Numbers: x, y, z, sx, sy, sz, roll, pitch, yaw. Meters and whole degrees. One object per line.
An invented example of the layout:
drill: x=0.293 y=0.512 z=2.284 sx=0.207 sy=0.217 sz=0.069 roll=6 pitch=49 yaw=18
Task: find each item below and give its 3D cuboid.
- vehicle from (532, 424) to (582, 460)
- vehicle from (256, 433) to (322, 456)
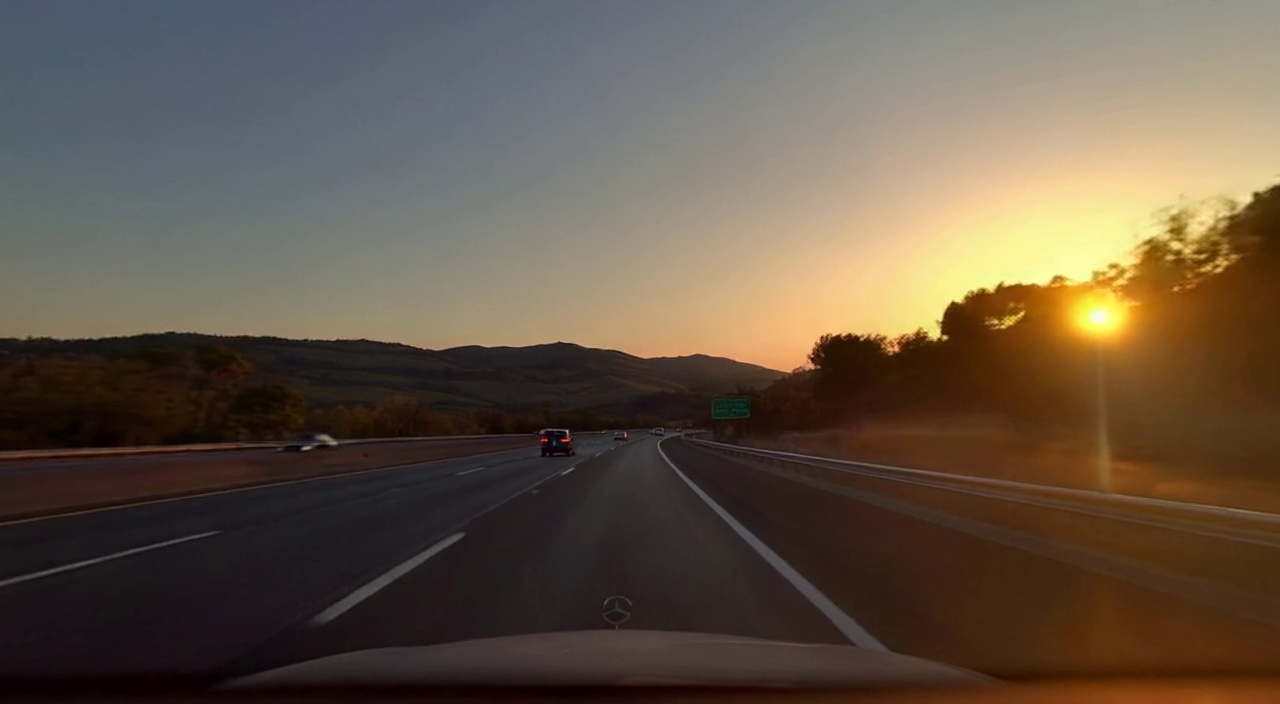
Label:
vehicle: x=-4.246 y=4.686 z=32.827 sx=1.980 sy=1.721 sz=4.419 roll=0 pitch=-8 yaw=1
vehicle: x=-23.670 y=6.256 z=42.568 sx=1.850 sy=1.483 sz=4.369 roll=0 pitch=-8 yaw=1
